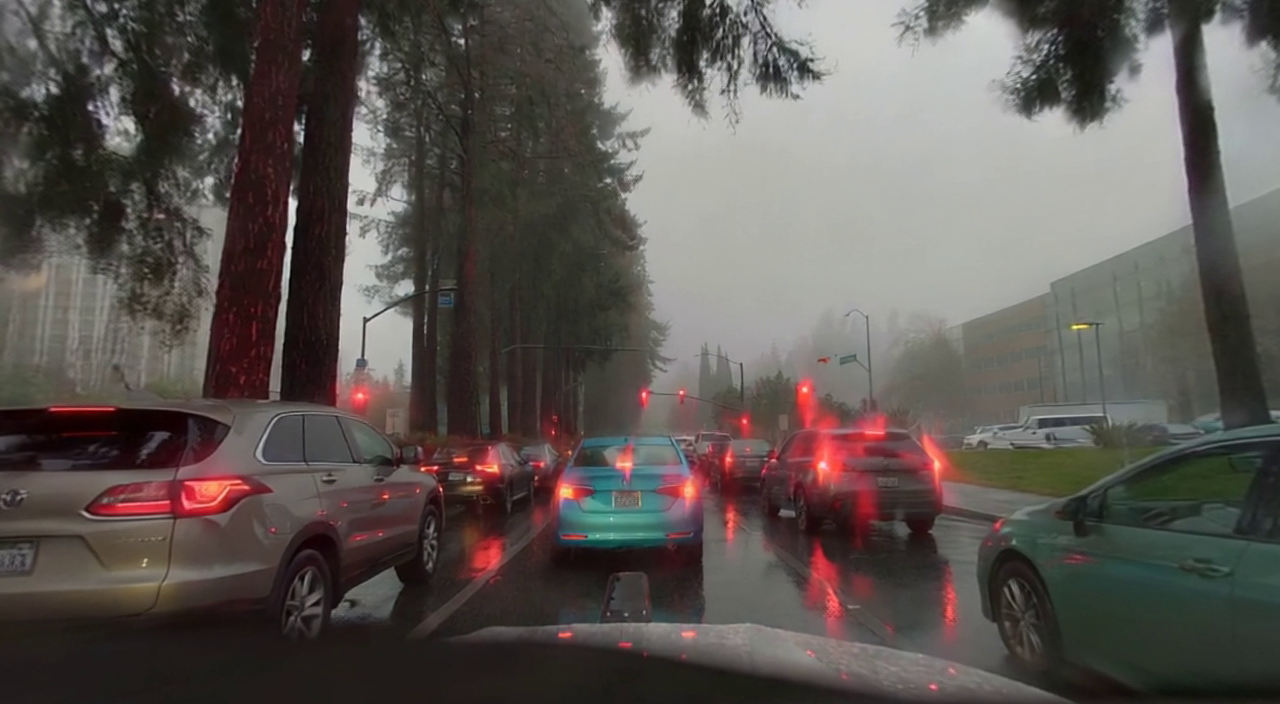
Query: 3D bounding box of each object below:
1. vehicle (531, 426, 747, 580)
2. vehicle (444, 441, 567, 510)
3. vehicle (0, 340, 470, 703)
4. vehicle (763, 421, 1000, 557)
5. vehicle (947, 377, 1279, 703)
[{"bbox_3d":[-0.033,1.802,8.324,2.147,1.507,3.953,0,-8,-1],"label":"vehicle"},{"bbox_3d":[-3.060,2.902,15.312,1.975,1.420,4.196,-1,-9,1],"label":"vehicle"},{"bbox_3d":[-3.145,1.163,5.052,2.168,1.750,4.625,-1,-9,1],"label":"vehicle"},{"bbox_3d":[3.411,2.019,10.019,2.040,1.647,4.379,0,-9,0],"label":"vehicle"},{"bbox_3d":[3.322,0.962,2.822,1.899,1.588,3.888,0,-8,0],"label":"vehicle"}]
